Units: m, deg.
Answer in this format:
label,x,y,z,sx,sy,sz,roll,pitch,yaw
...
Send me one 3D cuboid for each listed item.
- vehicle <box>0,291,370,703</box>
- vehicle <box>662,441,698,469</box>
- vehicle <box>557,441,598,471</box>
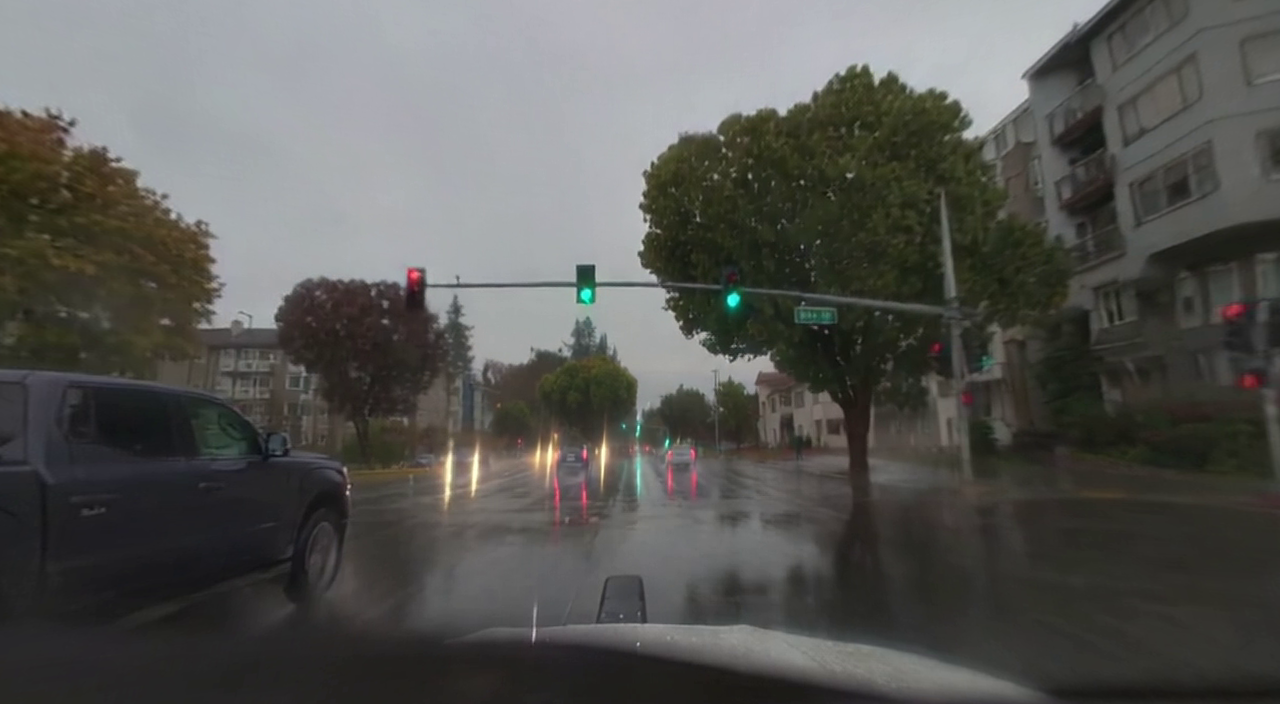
label,x,y,z,sx,sy,sz,roll,pitch,yaw
vehicle,-3.778,0.878,3.492,2.225,1.984,5.168,0,-9,1
vehicle,2.572,6.766,41.768,2.018,1.719,4.369,0,-9,-1
vehicle,-3.782,6.398,39.006,2.083,1.685,4.069,0,-9,1
